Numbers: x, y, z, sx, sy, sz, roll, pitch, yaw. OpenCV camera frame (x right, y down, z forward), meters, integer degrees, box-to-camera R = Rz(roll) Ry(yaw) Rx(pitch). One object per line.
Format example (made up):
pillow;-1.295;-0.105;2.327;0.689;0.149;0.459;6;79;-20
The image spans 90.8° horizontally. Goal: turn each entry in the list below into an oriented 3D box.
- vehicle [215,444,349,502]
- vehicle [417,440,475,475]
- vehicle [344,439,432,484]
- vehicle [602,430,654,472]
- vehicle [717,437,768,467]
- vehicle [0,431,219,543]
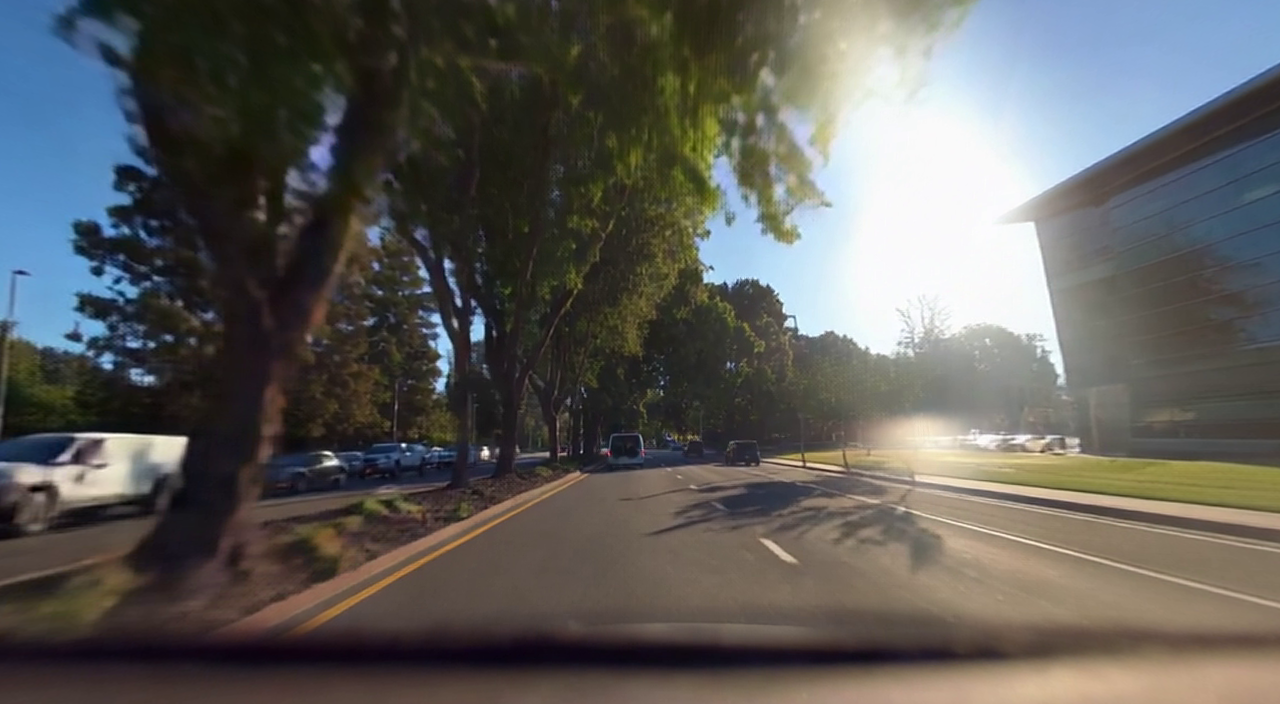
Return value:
vehicle;-11.448;3.840;20.618;1.899;1.607;4.297;-1;-8;-1
vehicle;-11.550;6.271;37.943;2.082;1.824;4.840;-2;-7;-1
vehicle;-11.392;4.960;28.991;2.042;1.822;4.913;0;-8;-1
vehicle;-0.584;5.049;32.241;2.411;1.937;5.186;0;-8;0
vehicle;6.570;6.460;41.083;2.364;1.781;4.854;1;-8;-1
vehicle;-11.083;2.541;12.661;2.093;1.816;4.559;0;-8;0
